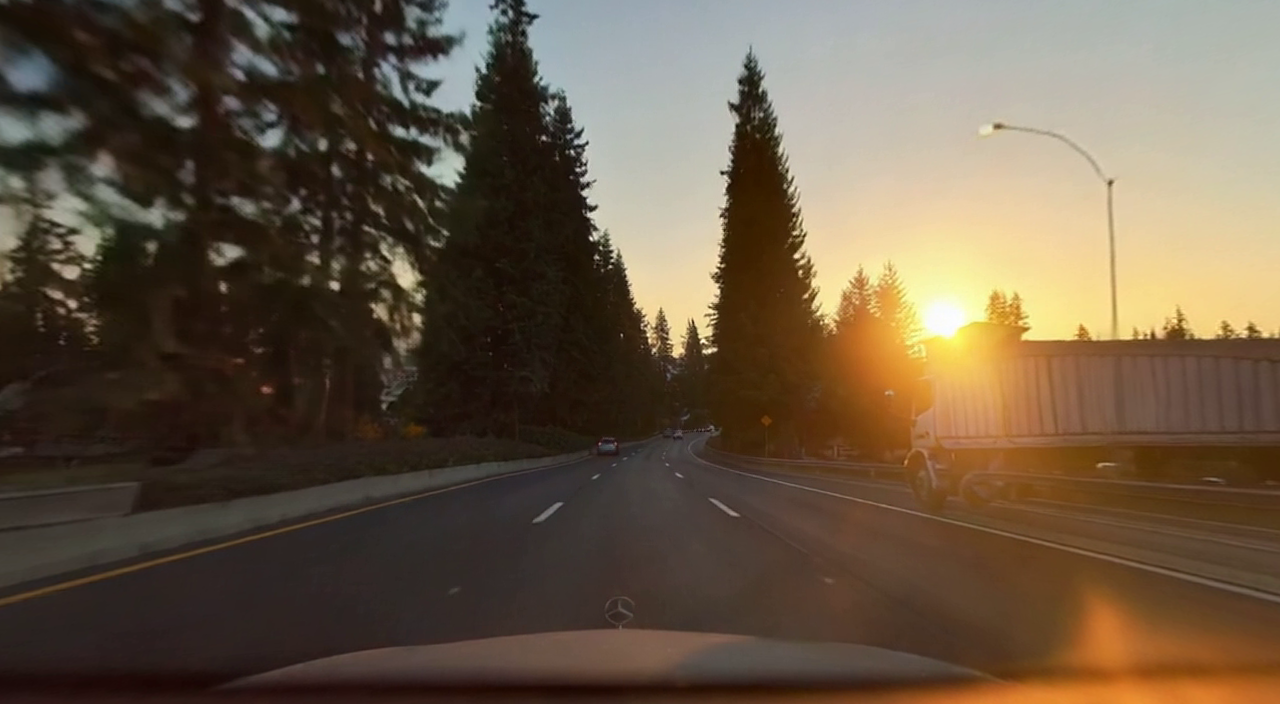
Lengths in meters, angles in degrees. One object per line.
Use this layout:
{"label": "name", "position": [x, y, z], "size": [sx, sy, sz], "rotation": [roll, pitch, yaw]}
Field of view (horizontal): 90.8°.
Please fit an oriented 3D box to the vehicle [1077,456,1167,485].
{"label": "vehicle", "position": [35.366, 8.645, 46.383], "size": [5.275, 1.756, 2.198], "rotation": [0, -6, -11]}
